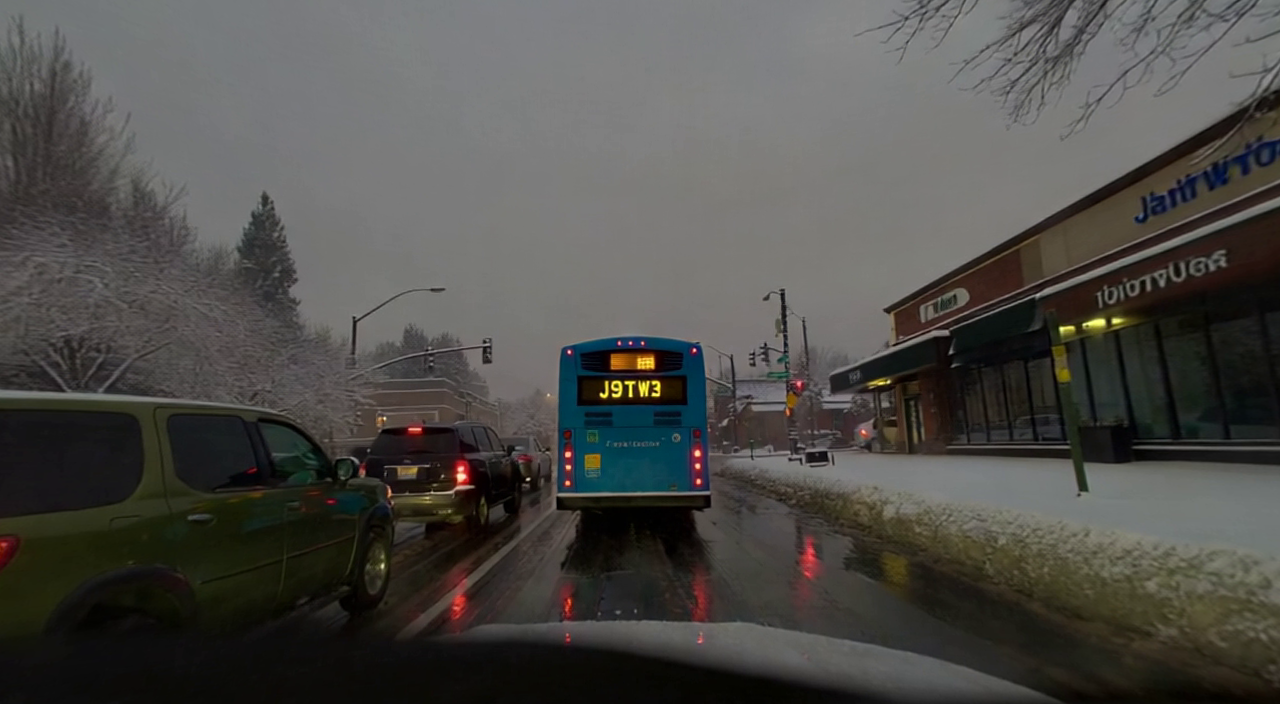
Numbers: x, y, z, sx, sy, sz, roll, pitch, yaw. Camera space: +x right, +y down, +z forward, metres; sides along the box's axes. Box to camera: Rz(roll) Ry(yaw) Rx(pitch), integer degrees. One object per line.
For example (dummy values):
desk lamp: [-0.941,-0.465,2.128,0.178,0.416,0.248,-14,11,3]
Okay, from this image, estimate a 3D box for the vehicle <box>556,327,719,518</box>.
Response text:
vehicle: [-0.305,1.999,16.557,2.938,3.468,9.972,0,-8,-3]

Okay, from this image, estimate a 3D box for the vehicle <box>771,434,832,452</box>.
vehicle: [11.904,6.740,46.667,3.949,1.337,1.738,0,-9,-3]

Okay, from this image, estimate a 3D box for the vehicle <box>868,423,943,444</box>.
vehicle: [19.794,6.114,47.214,4.827,1.555,1.863,1,-9,-6]

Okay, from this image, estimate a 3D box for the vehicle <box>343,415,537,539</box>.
vehicle: [-3.352,2.209,11.783,2.096,1.828,4.669,0,-8,0]

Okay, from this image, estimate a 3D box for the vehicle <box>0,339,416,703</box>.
vehicle: [-3.222,1.096,3.974,2.020,1.725,4.384,0,-8,0]
